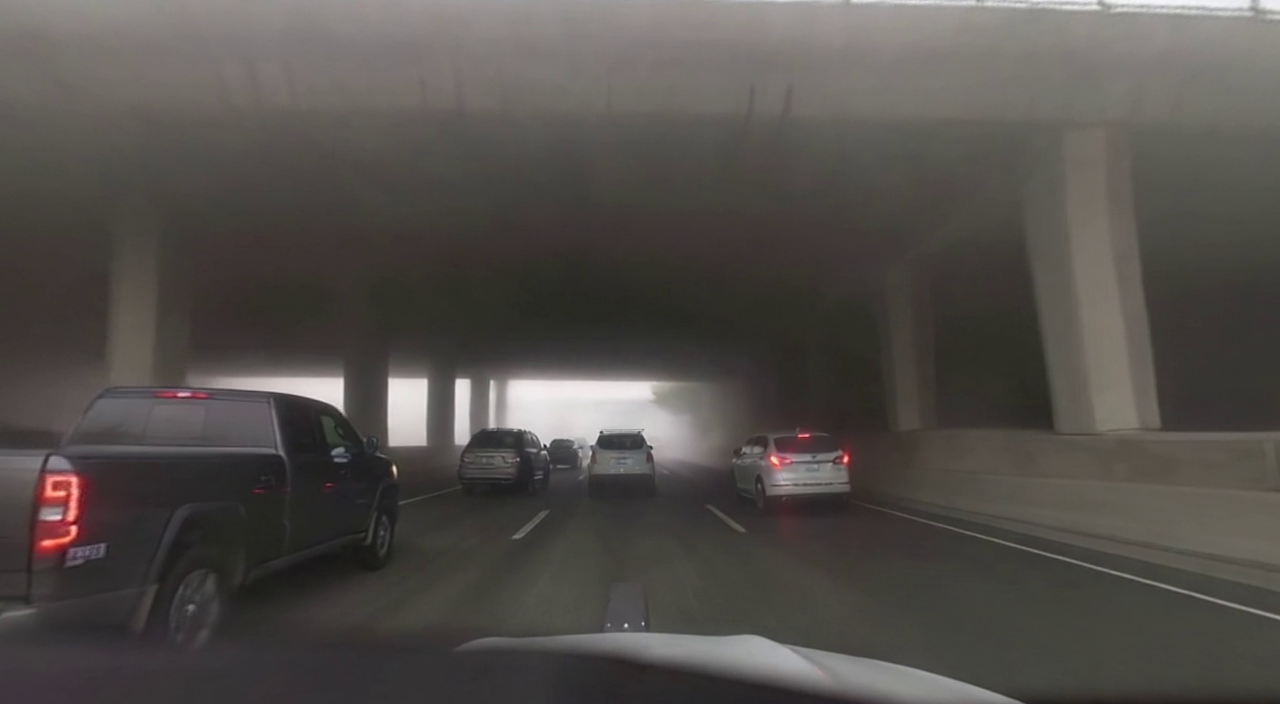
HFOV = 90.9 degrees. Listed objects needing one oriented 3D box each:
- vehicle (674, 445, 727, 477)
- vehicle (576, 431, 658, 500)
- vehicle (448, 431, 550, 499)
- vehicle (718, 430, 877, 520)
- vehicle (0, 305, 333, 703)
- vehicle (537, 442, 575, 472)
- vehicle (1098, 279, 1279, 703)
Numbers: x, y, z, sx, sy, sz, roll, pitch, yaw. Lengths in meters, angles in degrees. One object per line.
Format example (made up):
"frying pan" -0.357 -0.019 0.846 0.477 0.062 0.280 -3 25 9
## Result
"vehicle" 2.983 5.445 31.778 2.026 1.457 3.969 1 -8 -4
"vehicle" -0.648 3.188 18.067 2.097 1.748 3.794 0 -8 -2
"vehicle" -3.908 3.205 18.253 2.127 1.720 4.064 0 -8 -2
"vehicle" 3.360 2.762 14.867 2.234 1.720 5.378 0 -8 -2
"vehicle" -3.550 0.779 2.797 2.074 1.814 4.596 0 -8 -1
"vehicle" -4.722 5.953 35.951 1.829 1.614 3.611 0 -8 -3
"vehicle" 3.717 0.483 0.966 2.401 1.968 4.841 0 -8 1
